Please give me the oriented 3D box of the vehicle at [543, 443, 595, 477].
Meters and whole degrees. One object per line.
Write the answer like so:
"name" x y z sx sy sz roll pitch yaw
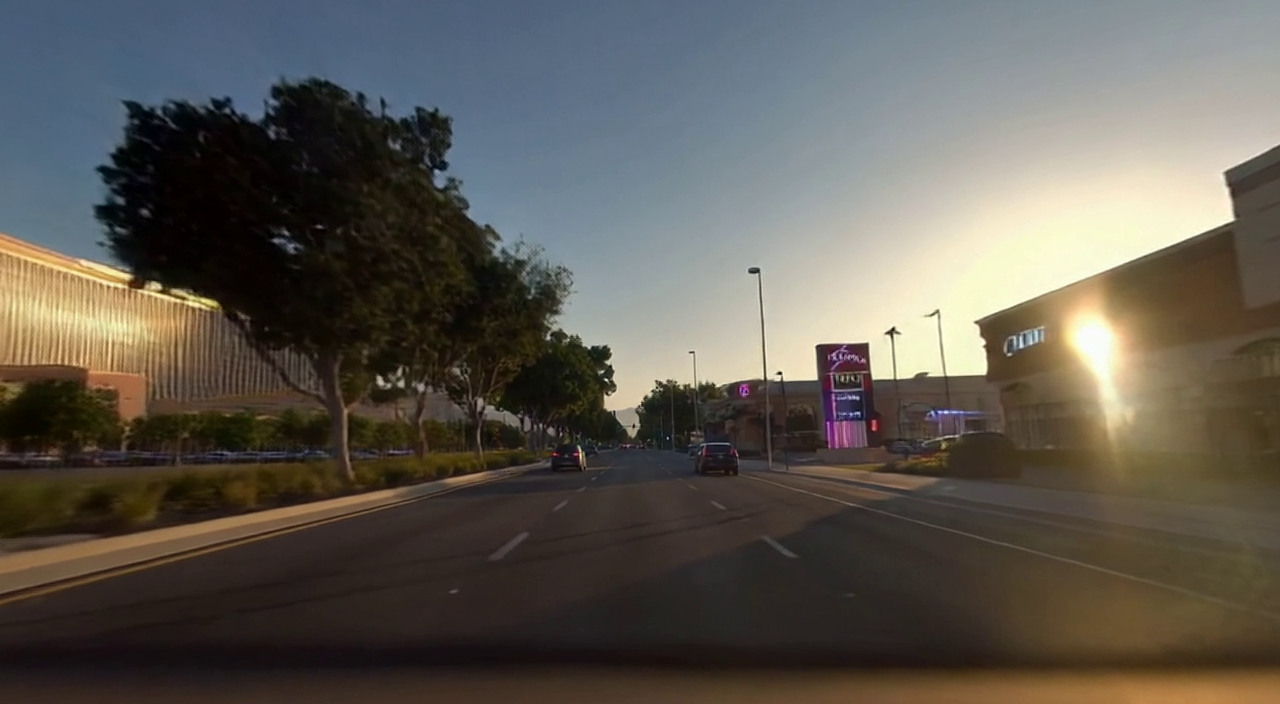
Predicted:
"vehicle" -3.316 5.098 30.066 2.005 1.477 4.169 0 -8 0

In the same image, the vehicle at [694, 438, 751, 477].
"vehicle" 3.967 5.154 30.949 2.083 1.743 4.354 0 -8 -2
